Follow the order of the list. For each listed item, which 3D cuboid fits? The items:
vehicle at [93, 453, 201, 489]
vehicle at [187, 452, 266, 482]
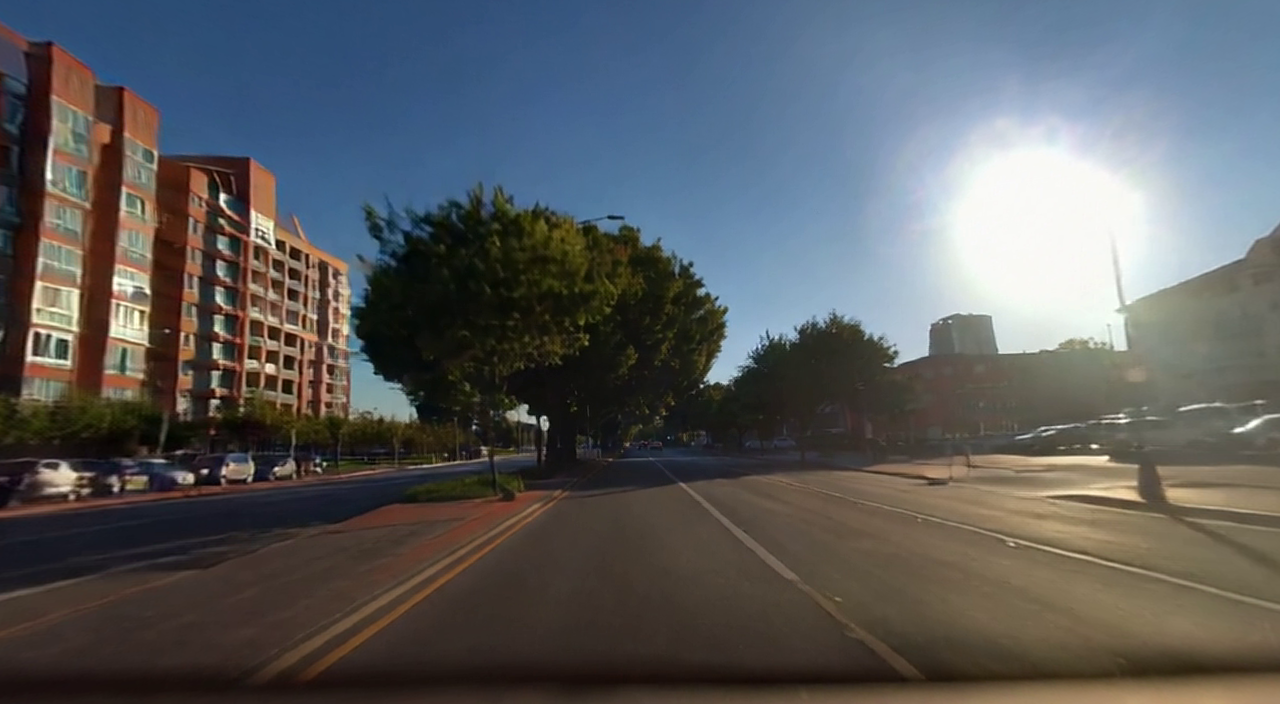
[{"bbox_3d":[-25.935,6.242,33.447,1.911,1.706,4.327,-1,-8,5],"label":"vehicle"},{"bbox_3d":[-25.474,7.058,39.153,1.979,1.652,4.678,0,-8,-5],"label":"vehicle"}]
